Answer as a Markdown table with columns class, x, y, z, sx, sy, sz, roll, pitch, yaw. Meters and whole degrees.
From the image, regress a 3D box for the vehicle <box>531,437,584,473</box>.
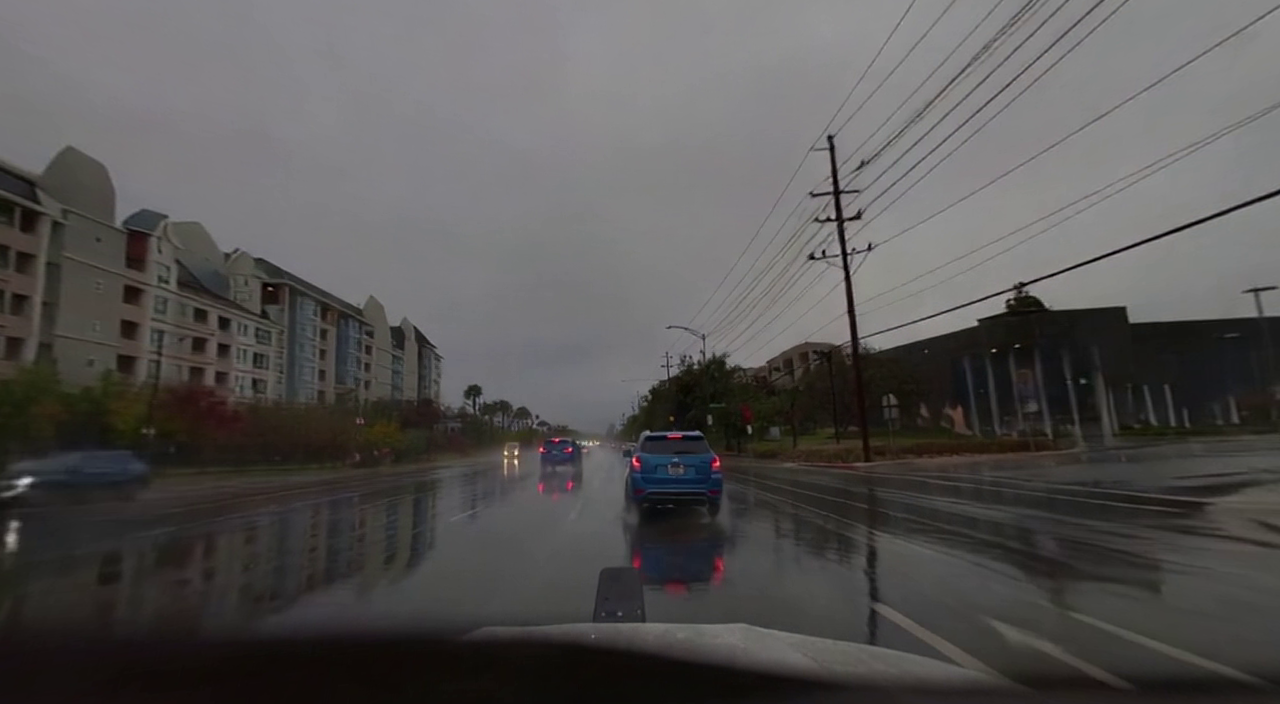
| class | x | y | z | sx | sy | sz | roll | pitch | yaw |
| --- | --- | --- | --- | --- | --- | --- | --- | --- | --- |
| vehicle | -4.342 | 5.514 | 33.830 | 2.169 | 1.796 | 4.821 | 0 | -9 | 0 |

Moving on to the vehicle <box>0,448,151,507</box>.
| class | x | y | z | sx | sy | sz | roll | pitch | yaw |
| --- | --- | --- | --- | --- | --- | --- | --- | --- | --- |
| vehicle | -19.433 | 4.142 | 21.318 | 2.054 | 1.765 | 4.700 | 0 | -9 | -2 |

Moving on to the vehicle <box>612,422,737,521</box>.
| class | x | y | z | sx | sy | sz | roll | pitch | yaw |
| --- | --- | --- | --- | --- | --- | --- | --- | --- | --- |
| vehicle | 0.511 | 2.428 | 13.216 | 2.198 | 1.706 | 4.166 | 0 | -9 | -3 |
